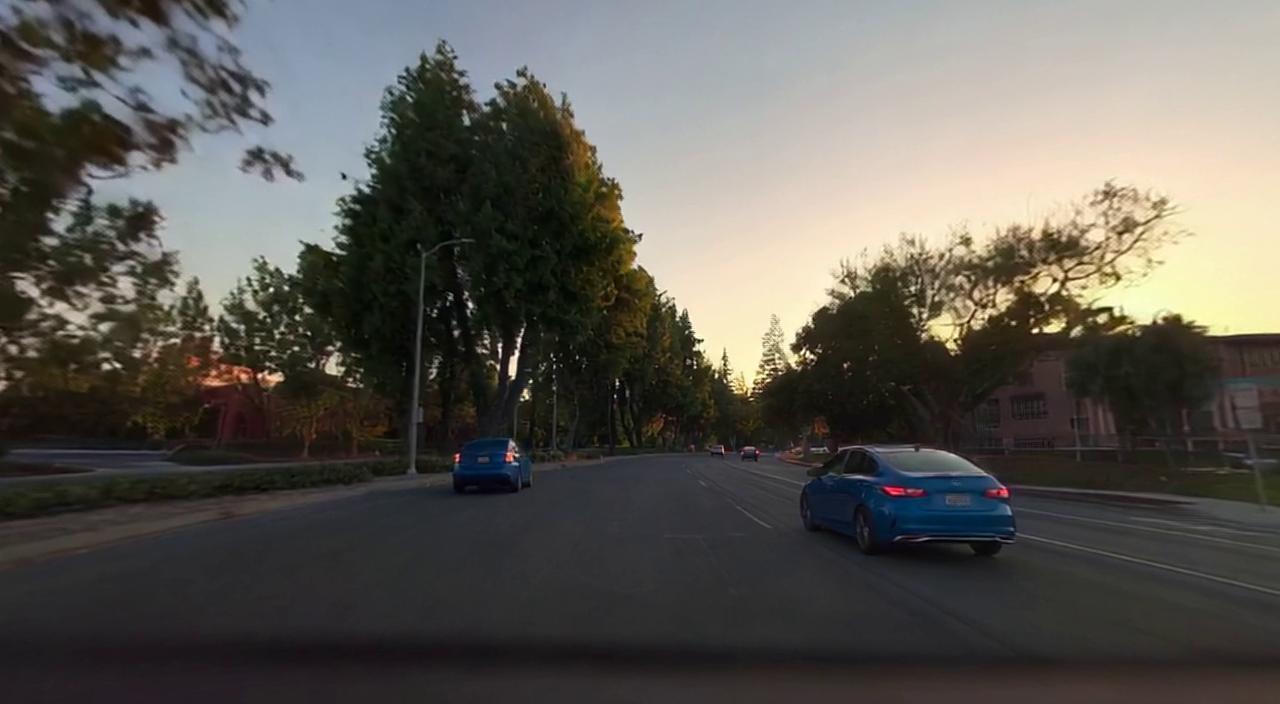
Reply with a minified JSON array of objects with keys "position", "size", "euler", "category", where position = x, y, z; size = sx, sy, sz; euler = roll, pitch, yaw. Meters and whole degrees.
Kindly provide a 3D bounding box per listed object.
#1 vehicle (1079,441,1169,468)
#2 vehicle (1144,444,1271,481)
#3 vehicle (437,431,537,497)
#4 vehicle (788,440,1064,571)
[{"position":[27.840,5.874,36.317],"size":[4.494,1.467,1.877],"euler":[3,-9,-20],"category":"vehicle"},{"position":[22.540,4.357,25.102],"size":[4.391,1.343,1.710],"euler":[3,-9,-18],"category":"vehicle"},{"position":[-4.295,3.214,18.508],"size":[2.085,1.693,4.301],"euler":[0,-8,-3],"category":"vehicle"},{"position":[3.669,2.015,9.190],"size":[1.918,1.418,4.360],"euler":[0,-8,-1],"category":"vehicle"}]
